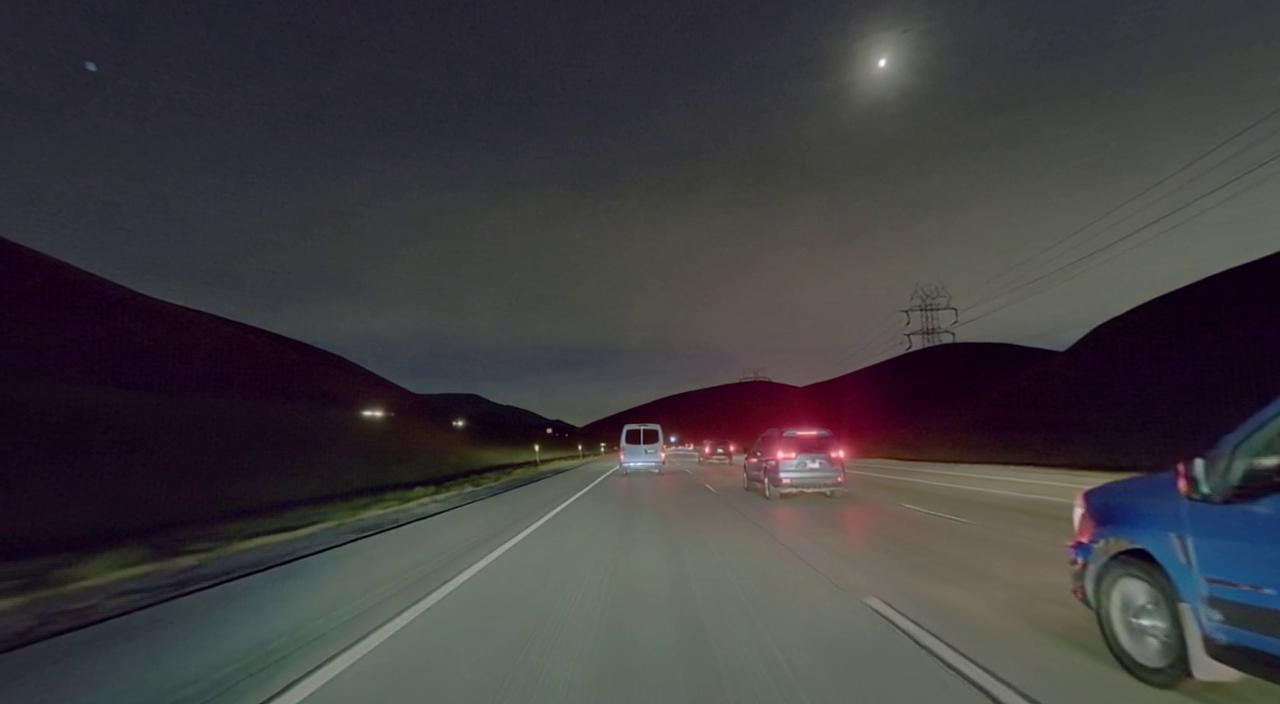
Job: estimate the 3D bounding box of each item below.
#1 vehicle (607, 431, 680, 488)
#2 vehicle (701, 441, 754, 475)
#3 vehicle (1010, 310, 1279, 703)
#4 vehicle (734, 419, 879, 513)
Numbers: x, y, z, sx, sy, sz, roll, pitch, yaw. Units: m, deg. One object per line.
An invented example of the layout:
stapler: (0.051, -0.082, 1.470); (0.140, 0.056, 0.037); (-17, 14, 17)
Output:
vehicle: (0.159, 3.700, 21.963); (2.268, 1.772, 4.523); (0, -9, 1)
vehicle: (4.092, 5.029, 30.117); (1.938, 1.466, 4.356); (0, -9, 0)
vehicle: (3.963, 0.619, 1.441); (2.691, 1.901, 5.744); (0, -9, -1)
vehicle: (3.605, 2.575, 14.690); (2.139, 1.821, 4.480); (0, -8, 0)
